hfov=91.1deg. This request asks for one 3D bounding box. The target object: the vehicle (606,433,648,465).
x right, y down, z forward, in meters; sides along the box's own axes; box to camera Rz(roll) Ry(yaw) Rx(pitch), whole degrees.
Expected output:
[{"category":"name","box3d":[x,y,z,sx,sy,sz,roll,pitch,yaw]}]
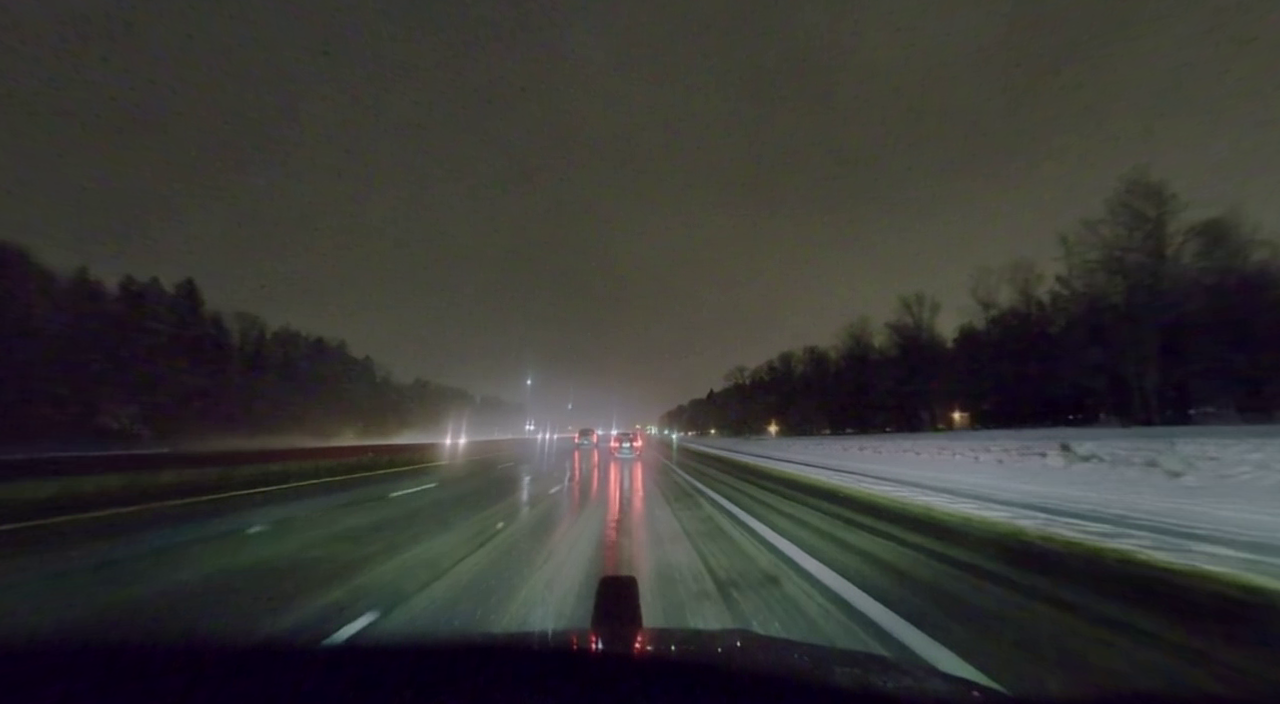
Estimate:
[{"category":"vehicle","box3d":[-0.660,4.786,31.383,1.948,1.470,3.913,0,-8,-2]}]

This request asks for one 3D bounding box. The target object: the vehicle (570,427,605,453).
[{"category":"vehicle","box3d":[-4.085,6.950,49.560,2.251,1.938,4.708,0,-8,1]}]
